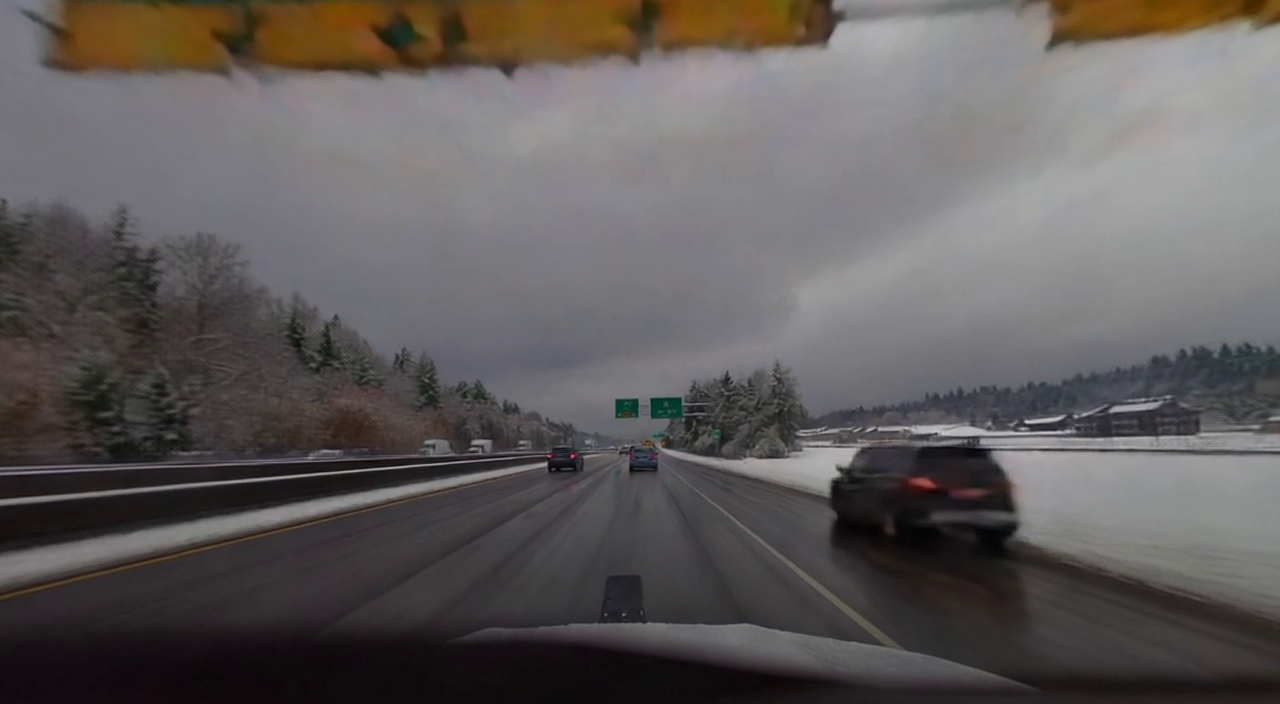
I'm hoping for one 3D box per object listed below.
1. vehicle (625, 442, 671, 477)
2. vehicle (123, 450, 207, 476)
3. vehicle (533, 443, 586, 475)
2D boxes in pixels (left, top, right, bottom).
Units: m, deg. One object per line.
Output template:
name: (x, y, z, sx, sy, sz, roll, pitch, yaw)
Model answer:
vehicle: (0.360, 4.874, 28.696, 1.960, 1.456, 3.818, 0, -9, 1)
vehicle: (-29.403, 6.859, 39.194, 1.908, 1.496, 4.403, 0, -9, -2)
vehicle: (-4.026, 5.449, 32.258, 2.081, 1.534, 4.543, 0, -9, 1)
